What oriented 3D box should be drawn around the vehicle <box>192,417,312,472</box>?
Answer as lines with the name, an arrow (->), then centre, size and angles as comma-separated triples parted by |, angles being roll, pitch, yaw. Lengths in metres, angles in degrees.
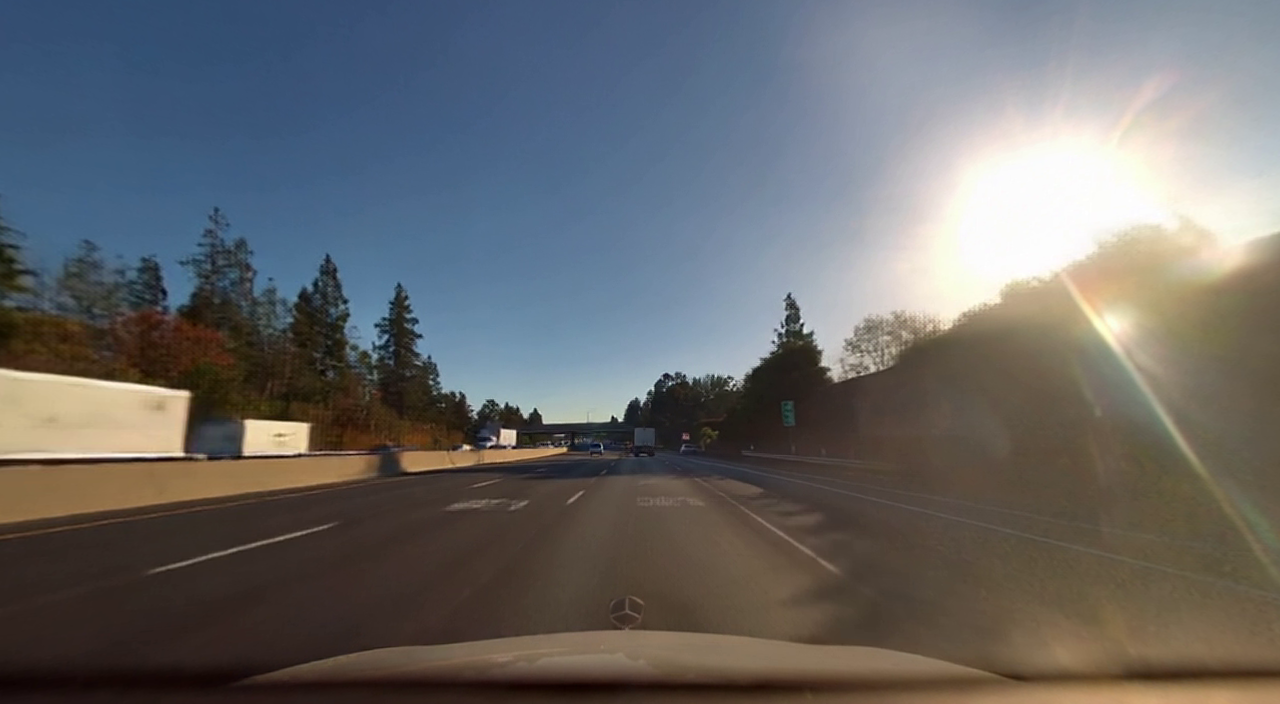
vehicle -> -23.615, 5.713, 38.811 | 2.858, 3.052, 6.823 | 0, -8, 1

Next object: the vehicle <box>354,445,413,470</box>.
vehicle -> -15.433, 6.350, 38.092 | 1.840, 1.450, 4.058 | 0, -8, 1

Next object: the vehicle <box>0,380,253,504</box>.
vehicle -> -19.578, 3.324, 23.074 | 2.809, 3.503, 12.263 | 0, -8, 1
